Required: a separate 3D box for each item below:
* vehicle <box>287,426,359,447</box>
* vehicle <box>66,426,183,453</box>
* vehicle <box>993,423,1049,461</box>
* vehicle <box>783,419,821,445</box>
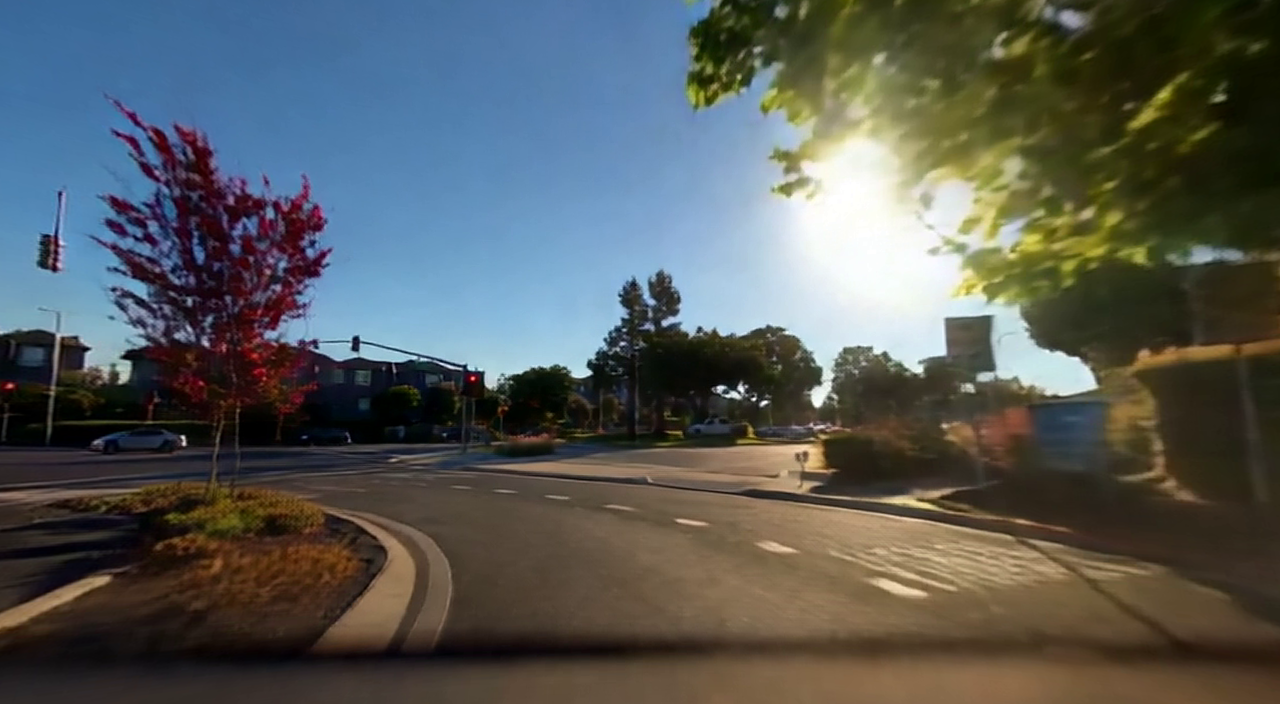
[{"bbox_3d":[-24.256,6.500,48.223,1.828,1.462,4.740,-3,-8,24],"label":"vehicle"},{"bbox_3d":[-29.845,5.069,36.549,1.847,1.461,4.853,-3,-8,24],"label":"vehicle"},{"bbox_3d":[16.771,3.906,27.746,1.907,1.515,4.550,-4,-7,30],"label":"vehicle"},{"bbox_3d":[12.658,6.283,49.390,2.402,1.920,5.467,-1,-8,9],"label":"vehicle"}]
